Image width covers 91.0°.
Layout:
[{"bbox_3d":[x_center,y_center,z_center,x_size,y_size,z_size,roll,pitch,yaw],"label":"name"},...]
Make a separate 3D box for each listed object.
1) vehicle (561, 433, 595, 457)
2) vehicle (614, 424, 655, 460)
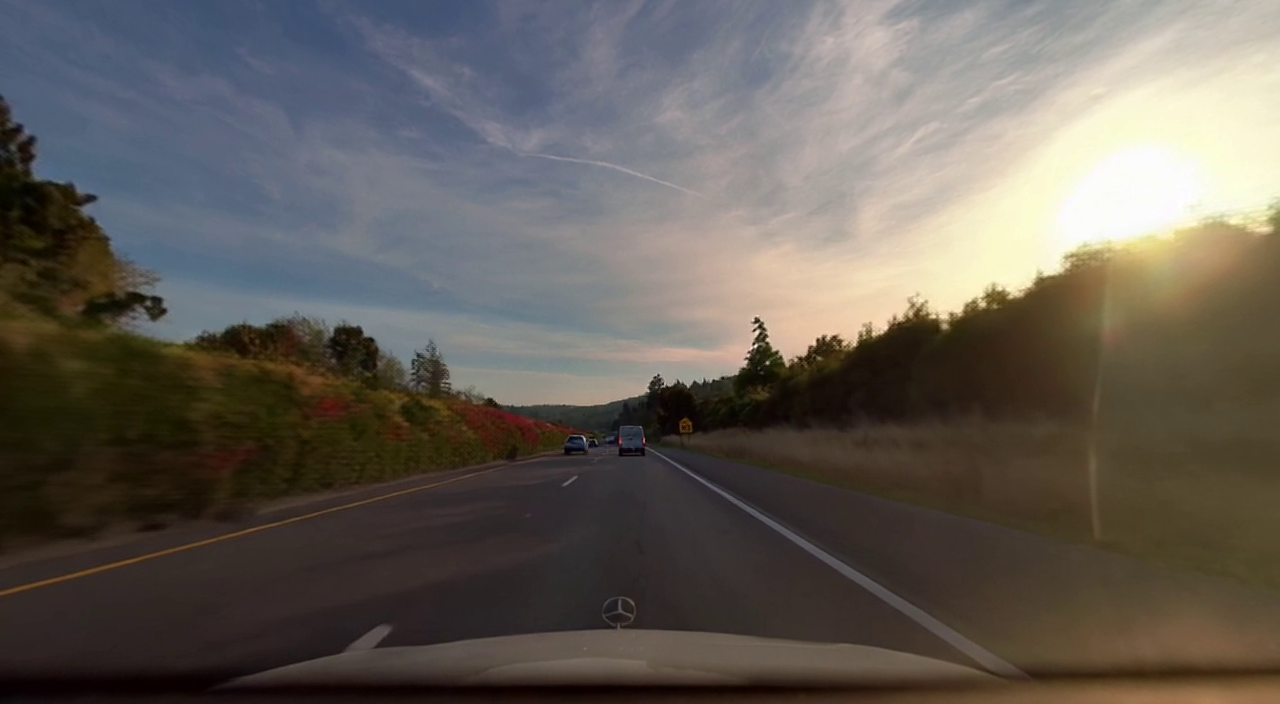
[{"bbox_3d":[-4.409,6.633,45.032,2.062,1.567,4.117,0,-8,-1],"label":"vehicle"},{"bbox_3d":[-0.370,5.173,36.253,2.223,1.957,4.416,0,-8,-2],"label":"vehicle"}]
